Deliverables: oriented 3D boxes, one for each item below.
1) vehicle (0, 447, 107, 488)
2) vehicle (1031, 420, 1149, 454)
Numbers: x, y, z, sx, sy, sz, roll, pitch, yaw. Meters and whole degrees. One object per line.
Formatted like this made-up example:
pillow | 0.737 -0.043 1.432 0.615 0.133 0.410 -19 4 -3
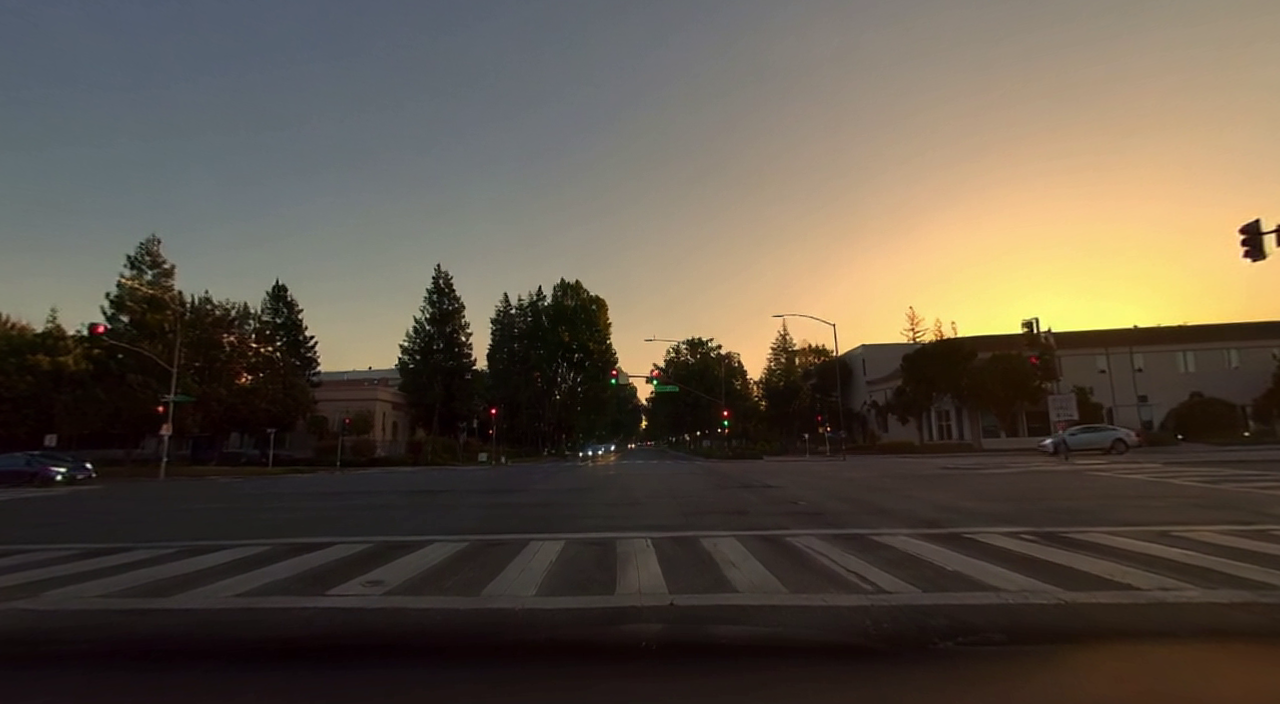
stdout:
vehicle | -25.219 4.781 26.252 4.332 1.573 1.900 0 -8 3
vehicle | 23.050 4.377 32.396 4.483 1.691 1.949 0 -8 1
